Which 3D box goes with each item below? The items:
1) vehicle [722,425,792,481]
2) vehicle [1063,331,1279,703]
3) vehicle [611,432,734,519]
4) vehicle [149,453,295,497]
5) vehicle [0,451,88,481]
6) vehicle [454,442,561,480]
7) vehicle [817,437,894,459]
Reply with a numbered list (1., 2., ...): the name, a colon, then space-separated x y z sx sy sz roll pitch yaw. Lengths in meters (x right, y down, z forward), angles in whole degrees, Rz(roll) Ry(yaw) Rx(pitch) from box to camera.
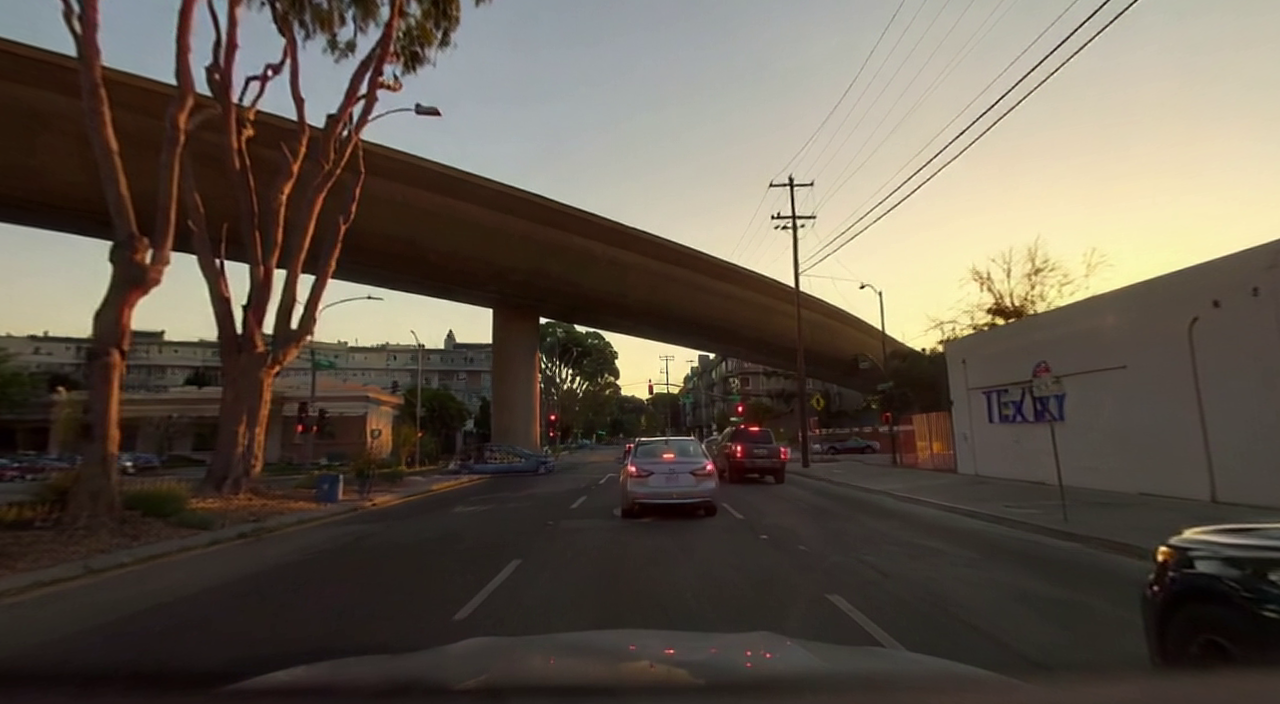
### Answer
1. vehicle: 4.496 3.960 24.932 2.080 1.999 4.379 -1 -8 2
2. vehicle: 3.469 0.652 1.326 2.062 1.781 4.488 0 -8 1
3. vehicle: 0.572 2.429 12.917 2.101 1.467 4.210 0 -8 1
4. vehicle: -16.234 4.736 24.726 1.873 1.462 4.283 -6 -10 32
5. vehicle: -35.186 6.574 36.498 4.474 1.673 2.010 0 -8 1
6. vehicle: -6.097 5.011 29.324 4.546 1.611 1.832 8 -11 -43
7. vehicle: 14.536 6.473 42.679 4.498 1.439 1.842 0 -9 -1
